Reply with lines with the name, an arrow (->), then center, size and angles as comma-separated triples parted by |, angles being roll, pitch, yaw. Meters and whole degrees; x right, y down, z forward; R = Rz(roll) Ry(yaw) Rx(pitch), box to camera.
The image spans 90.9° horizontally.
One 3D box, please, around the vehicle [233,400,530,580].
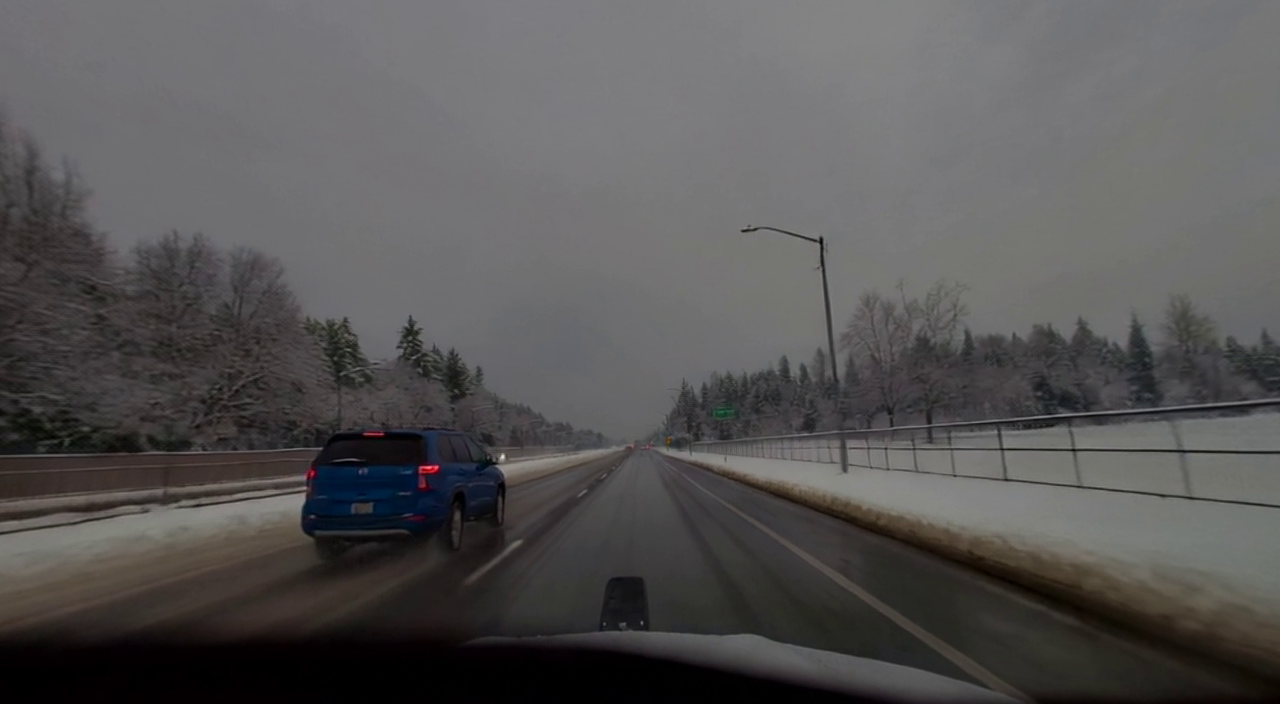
vehicle -> -3.106, 1.774, 8.968 | 2.160, 1.855, 4.695 | 0, -8, 1
